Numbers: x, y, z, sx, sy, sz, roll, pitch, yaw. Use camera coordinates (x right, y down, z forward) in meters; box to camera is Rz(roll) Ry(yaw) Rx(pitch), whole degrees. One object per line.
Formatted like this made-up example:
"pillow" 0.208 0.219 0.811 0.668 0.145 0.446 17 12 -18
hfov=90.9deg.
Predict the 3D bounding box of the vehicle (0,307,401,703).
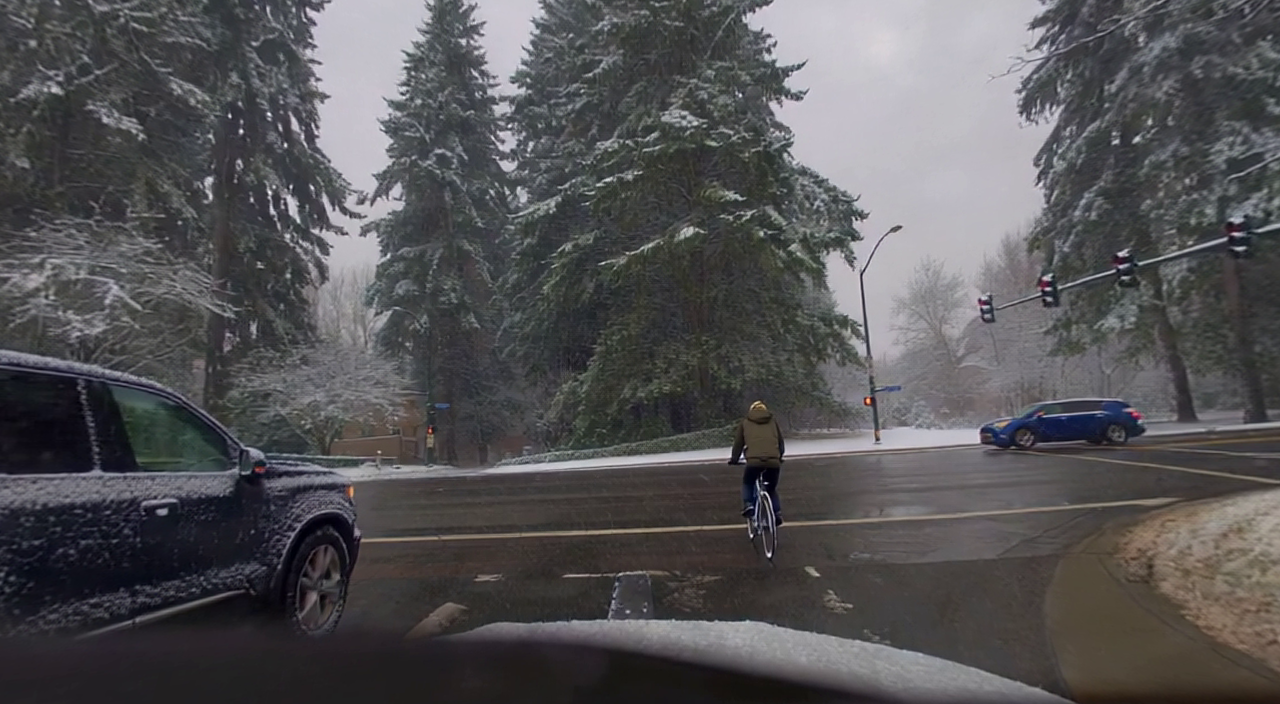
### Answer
"vehicle" -2.969 0.872 2.752 2.049 1.756 4.602 0 -8 0

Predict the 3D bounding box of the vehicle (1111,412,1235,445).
"vehicle" 25.742 3.726 30.509 4.716 1.507 1.904 2 -9 -11

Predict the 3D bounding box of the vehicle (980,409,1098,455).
"vehicle" 18.546 3.752 29.392 4.237 1.948 1.997 0 -9 -9
